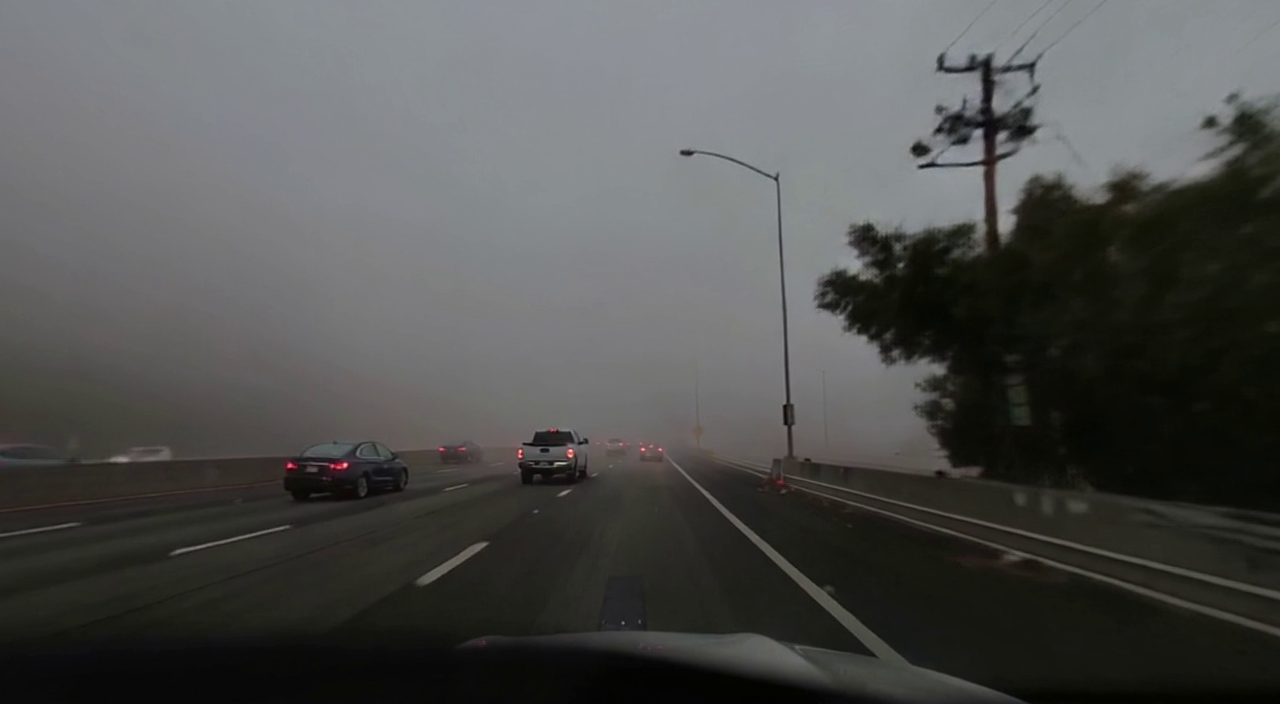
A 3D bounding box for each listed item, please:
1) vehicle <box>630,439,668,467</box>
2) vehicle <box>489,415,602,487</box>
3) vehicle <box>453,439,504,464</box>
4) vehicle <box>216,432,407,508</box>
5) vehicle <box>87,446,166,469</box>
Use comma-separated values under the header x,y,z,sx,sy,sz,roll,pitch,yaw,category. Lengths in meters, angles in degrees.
x,y,z,sx,sy,sz,roll,pitch,yaw,category
0.506,5.624,35.275,2.013,1.444,4.447,0,-8,1,vehicle
-2.969,3.389,21.691,2.815,2.092,6.526,0,-8,1,vehicle
-10.275,6.349,40.273,1.915,1.472,4.502,0,-8,2,vehicle
-7.287,2.641,14.583,1.964,1.481,4.425,0,-8,1,vehicle
-35.726,7.307,43.815,1.845,1.466,4.385,0,-8,-1,vehicle
